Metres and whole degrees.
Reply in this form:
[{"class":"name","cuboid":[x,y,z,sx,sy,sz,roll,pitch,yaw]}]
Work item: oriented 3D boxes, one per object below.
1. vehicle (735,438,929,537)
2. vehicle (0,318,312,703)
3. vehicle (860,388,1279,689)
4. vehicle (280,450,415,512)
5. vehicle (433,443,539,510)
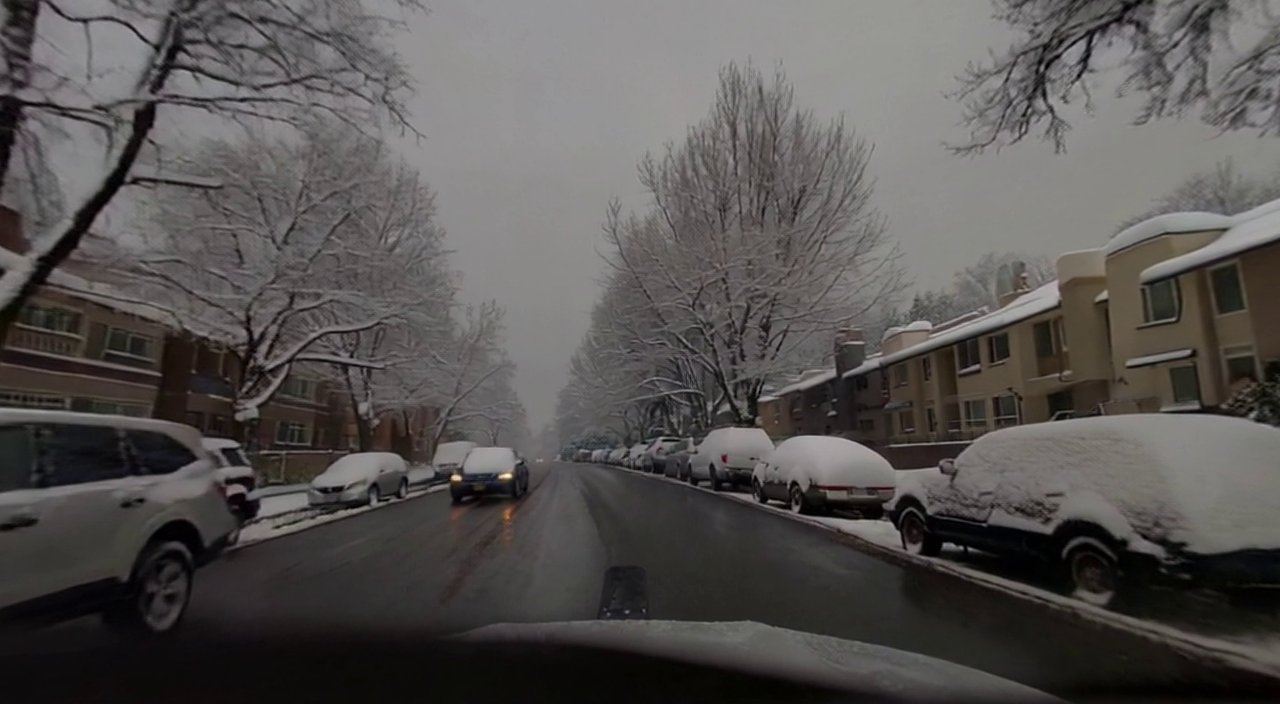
[{"class":"vehicle","cuboid":[3.434,2.499,12.363,1.876,1.538,4.447,1,-9,-8]},{"class":"vehicle","cuboid":[-4.271,1.022,3.929,2.197,2.047,4.985,0,-9,-6]},{"class":"vehicle","cuboid":[4.113,1.423,6.074,1.937,1.722,4.575,0,-9,-6]},{"class":"vehicle","cuboid":[-8.088,3.559,17.983,2.119,1.476,4.588,1,-9,-7]},{"class":"vehicle","cuboid":[-3.864,3.193,16.702,1.971,1.476,4.593,0,-9,-4]}]
